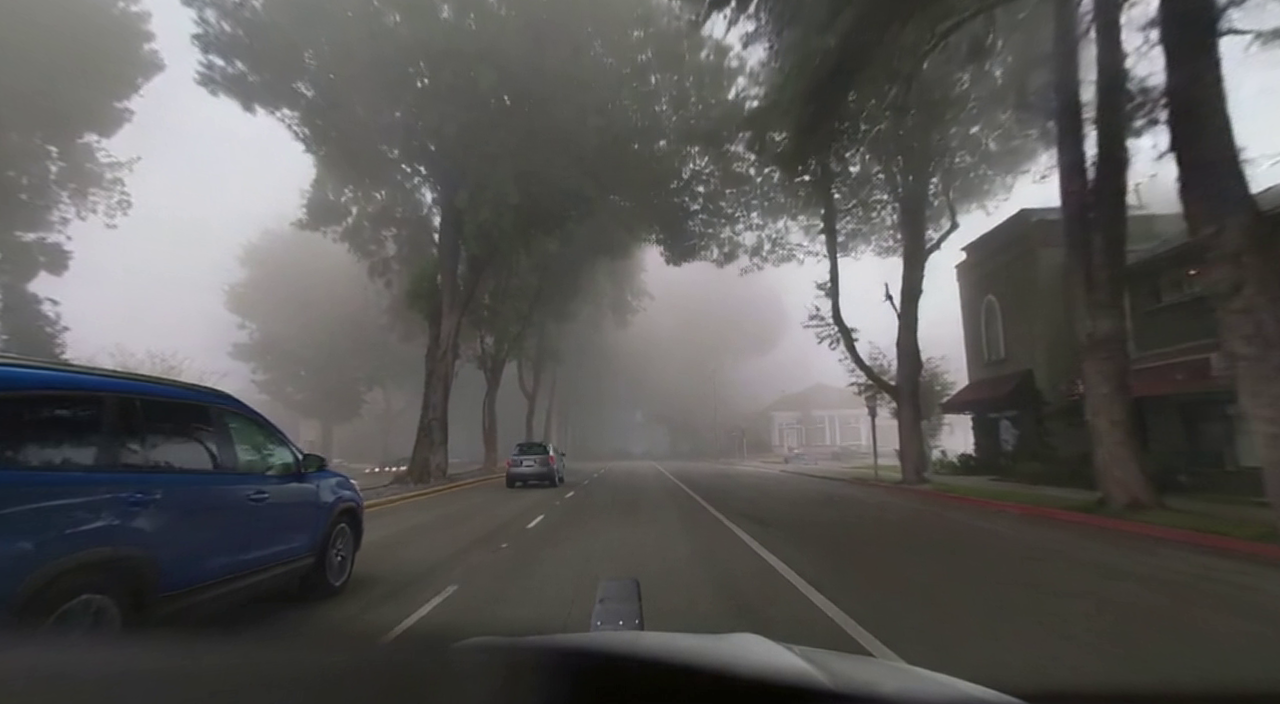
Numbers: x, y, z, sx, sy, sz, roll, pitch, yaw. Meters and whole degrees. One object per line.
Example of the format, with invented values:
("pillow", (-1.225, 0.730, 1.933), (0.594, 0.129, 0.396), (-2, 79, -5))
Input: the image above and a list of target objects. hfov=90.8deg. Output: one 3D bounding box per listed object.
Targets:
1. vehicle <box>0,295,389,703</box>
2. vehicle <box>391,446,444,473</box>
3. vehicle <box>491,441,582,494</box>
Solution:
("vehicle", (-3.351, 0.926, 3.662), (2.042, 1.817, 4.364), (0, -9, -1))
("vehicle", (-16.198, 7.837, 46.225), (2.096, 1.803, 4.889), (0, -9, 0))
("vehicle", (-3.117, 3.574, 19.988), (2.069, 1.470, 4.601), (0, -9, 0))
